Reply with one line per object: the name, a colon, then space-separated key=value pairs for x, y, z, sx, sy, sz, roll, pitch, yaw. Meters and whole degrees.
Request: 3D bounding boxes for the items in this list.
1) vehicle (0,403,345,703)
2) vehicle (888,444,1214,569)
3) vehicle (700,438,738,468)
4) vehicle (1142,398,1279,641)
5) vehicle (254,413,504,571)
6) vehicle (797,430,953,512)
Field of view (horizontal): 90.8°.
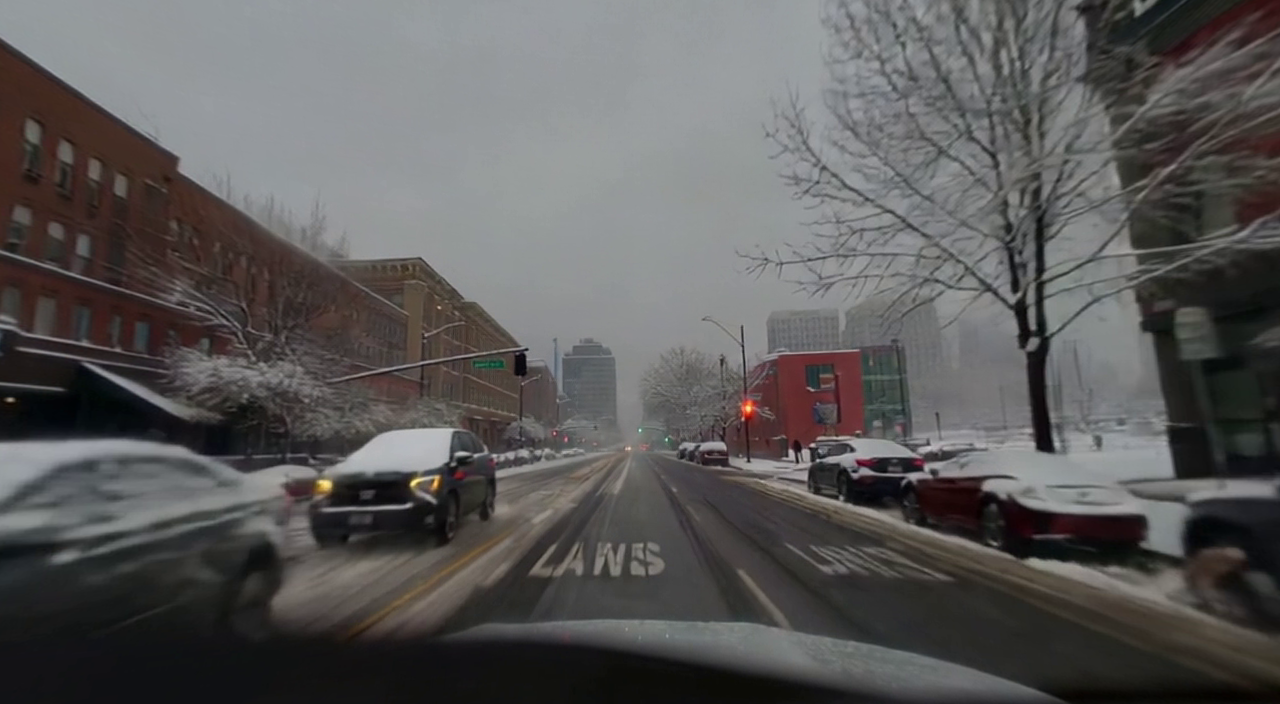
vehicle: x=-3.123 y=0.977 z=2.288 sx=2.013 sy=1.527 sz=4.335 roll=0 pitch=-8 yaw=0
vehicle: x=5.886 y=2.207 z=10.017 sx=1.910 sy=1.471 sz=4.758 roll=0 pitch=-8 yaw=-1
vehicle: x=5.631 y=7.222 z=45.435 sx=2.010 sy=1.943 sz=4.319 roll=-2 pitch=-9 yaw=-1
vehicle: x=5.821 y=1.057 z=3.484 sx=2.116 sy=1.780 sz=4.682 roll=0 pitch=-8 yaw=-2
vehicle: x=-3.455 y=1.926 z=9.514 sx=2.028 sy=1.764 sz=4.503 roll=0 pitch=-8 yaw=-3
vehicle: x=5.882 y=3.031 z=16.647 sx=2.150 sy=1.805 sz=4.870 roll=0 pitch=-8 yaw=-1
